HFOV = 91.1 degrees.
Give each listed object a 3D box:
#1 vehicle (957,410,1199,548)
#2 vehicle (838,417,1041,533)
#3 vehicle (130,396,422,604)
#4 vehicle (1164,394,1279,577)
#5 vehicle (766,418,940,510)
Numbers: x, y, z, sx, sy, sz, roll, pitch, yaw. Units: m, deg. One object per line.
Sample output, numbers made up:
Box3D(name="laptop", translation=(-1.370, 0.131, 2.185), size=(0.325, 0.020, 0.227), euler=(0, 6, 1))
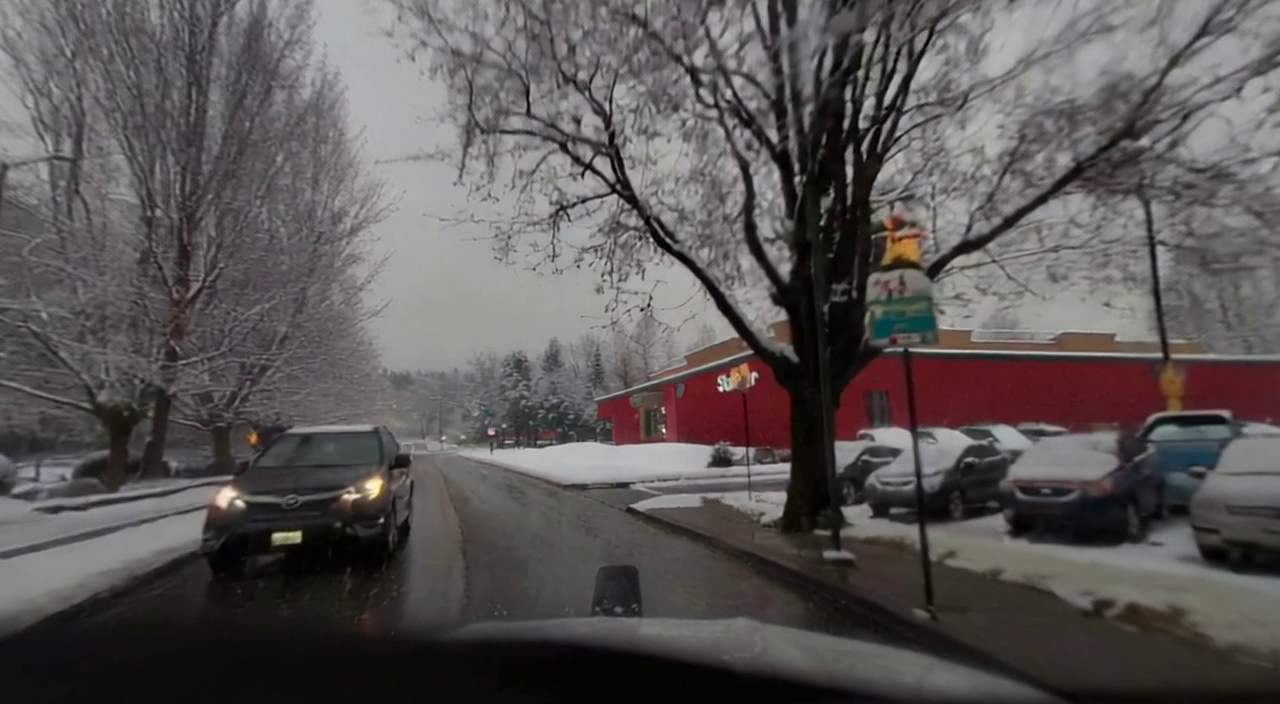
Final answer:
Box3D(name="vehicle", translation=(6.108, 1.604, 8.642), size=(3.577, 1.455, 1.925), euler=(7, -11, -43))
Box3D(name="vehicle", translation=(5.257, 1.994, 10.860), size=(3.556, 1.441, 1.935), euler=(2, -9, -45))
Box3D(name="vehicle", translation=(-3.926, 1.573, 7.719), size=(2.065, 1.773, 4.128), euler=(2, -8, -16))
Box3D(name="vehicle", translation=(6.586, 1.189, 6.023), size=(3.543, 1.440, 1.911), euler=(7, -11, -44))
Box3D(name="vehicle", translation=(4.671, 2.340, 13.648), size=(3.575, 1.473, 1.785), euler=(0, -8, -39))
